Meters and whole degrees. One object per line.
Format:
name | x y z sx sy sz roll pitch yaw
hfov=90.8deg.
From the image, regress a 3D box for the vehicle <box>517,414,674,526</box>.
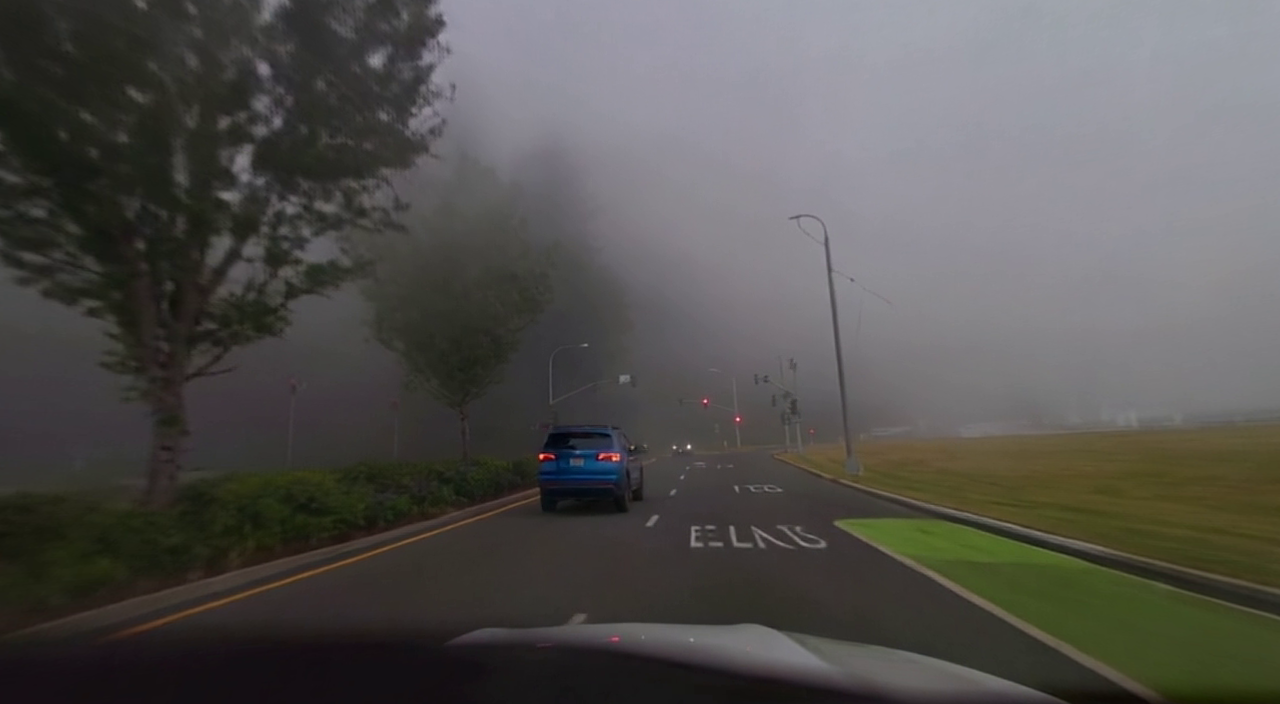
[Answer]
vehicle | -0.651 2.327 12.851 2.339 1.790 4.629 -3 -9 6
